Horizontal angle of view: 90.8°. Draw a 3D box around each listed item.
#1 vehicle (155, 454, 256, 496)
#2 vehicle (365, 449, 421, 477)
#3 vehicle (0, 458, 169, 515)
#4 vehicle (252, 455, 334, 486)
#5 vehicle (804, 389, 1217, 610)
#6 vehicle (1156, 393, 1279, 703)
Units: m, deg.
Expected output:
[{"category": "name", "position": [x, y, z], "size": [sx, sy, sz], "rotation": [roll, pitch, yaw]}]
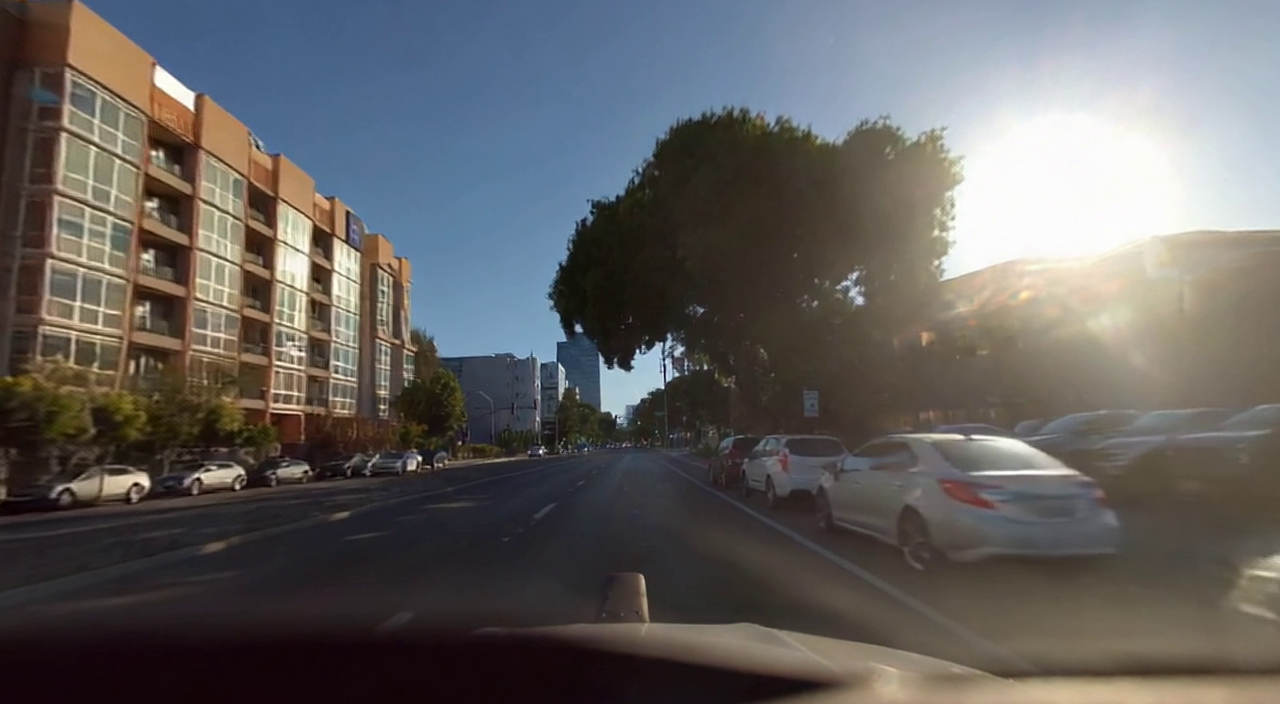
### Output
[{"category": "vehicle", "position": [-18.195, 5.147, 26.671], "size": [1.760, 1.566, 3.664], "rotation": [0, -8, -3]}, {"category": "vehicle", "position": [-14.769, 6.647, 38.006], "size": [1.812, 1.544, 3.832], "rotation": [0, -8, -1]}, {"category": "vehicle", "position": [-18.089, 4.296, 20.657], "size": [1.958, 1.534, 4.428], "rotation": [0, -8, -1]}, {"category": "vehicle", "position": [-18.405, 6.290, 33.783], "size": [1.900, 1.427, 4.398], "rotation": [0, -8, 0]}, {"category": "vehicle", "position": [3.508, 1.485, 7.314], "size": [1.874, 1.707, 4.637], "rotation": [0, -8, -1]}, {"category": "vehicle", "position": [3.386, 0.647, 0.577], "size": [2.035, 1.483, 4.503], "rotation": [0, -8, 0]}]
